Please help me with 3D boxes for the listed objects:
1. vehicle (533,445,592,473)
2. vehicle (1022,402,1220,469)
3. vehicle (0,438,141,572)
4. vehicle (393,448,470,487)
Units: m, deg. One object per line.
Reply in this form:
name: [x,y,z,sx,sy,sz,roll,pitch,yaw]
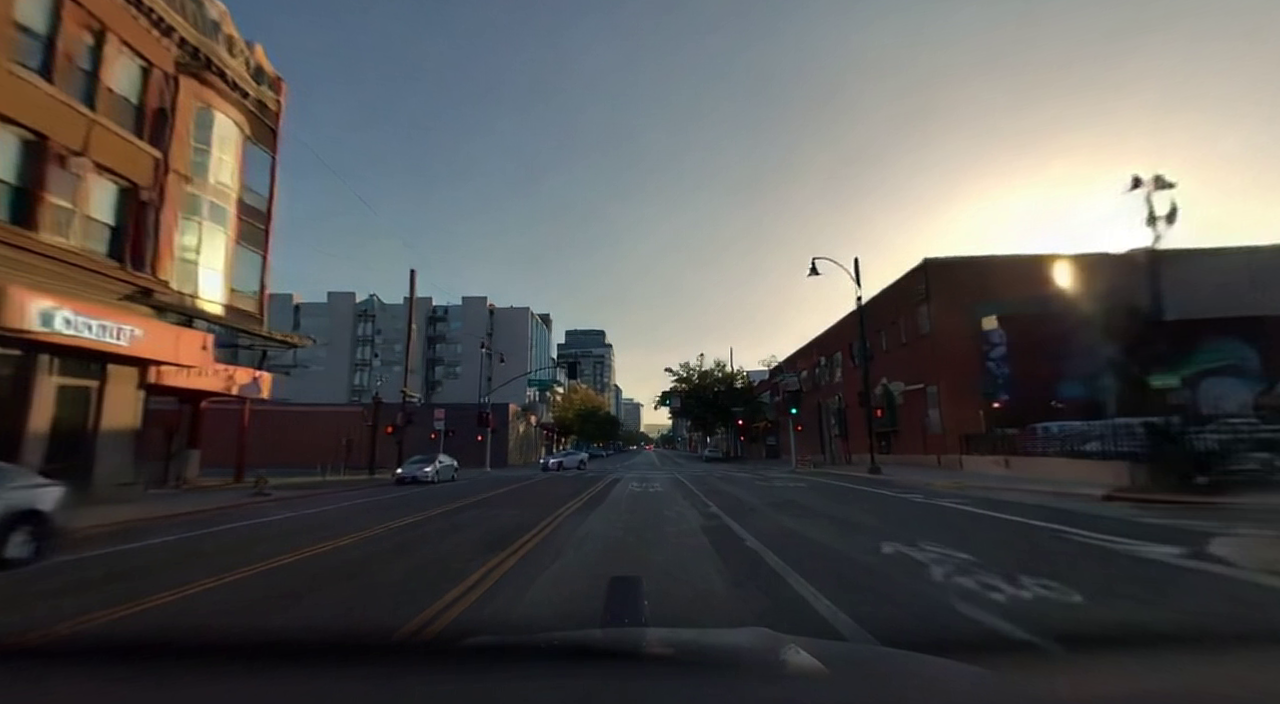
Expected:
vehicle: [-4.368,6.103,36.171,1.984,1.489,4.515,-2,-9,12]
vehicle: [15.216,2.755,20.505,2.180,1.848,5.417,-1,-8,1]
vehicle: [-8.842,1.838,7.455,1.961,1.627,4.634,0,-8,2]
vehicle: [-9.049,5.024,27.749,1.908,1.529,4.522,0,-8,-1]
